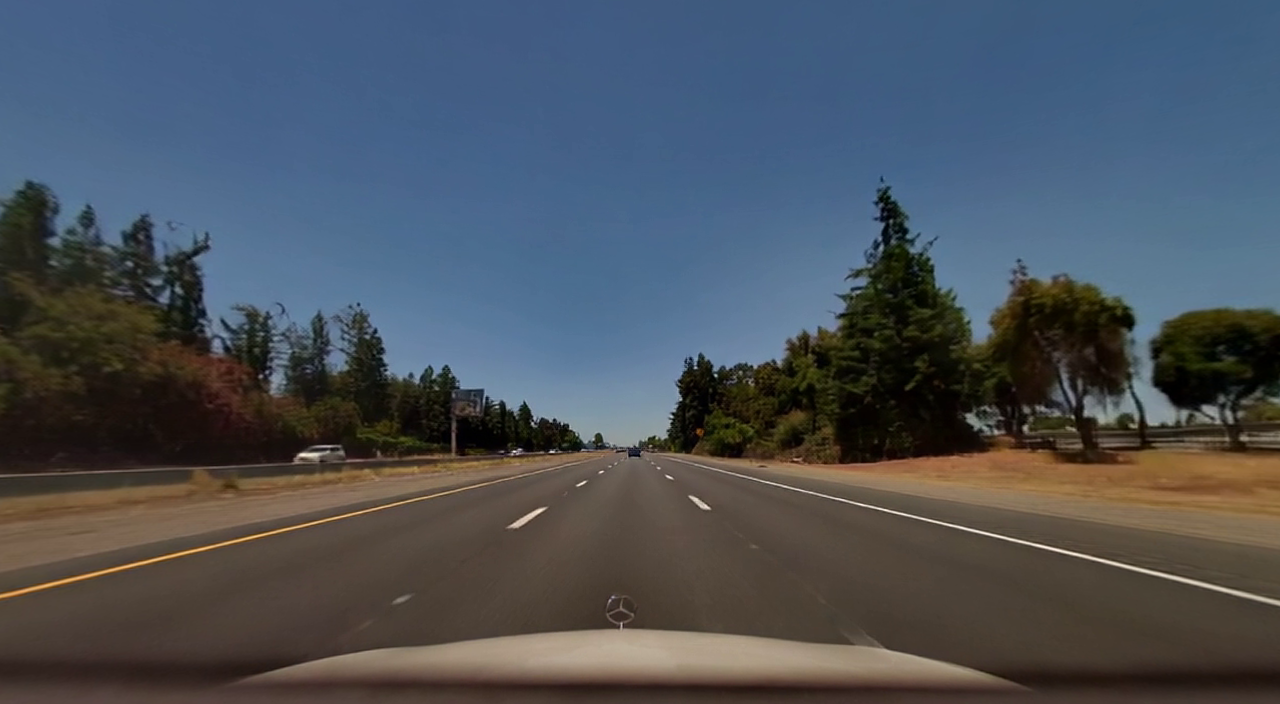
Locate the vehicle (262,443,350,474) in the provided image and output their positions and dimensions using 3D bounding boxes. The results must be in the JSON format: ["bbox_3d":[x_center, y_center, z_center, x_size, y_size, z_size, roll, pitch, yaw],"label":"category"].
[{"bbox_3d":[-17.783,5.681,33.897,2.041,1.527,4.864,0,-9,0],"label":"vehicle"}]
